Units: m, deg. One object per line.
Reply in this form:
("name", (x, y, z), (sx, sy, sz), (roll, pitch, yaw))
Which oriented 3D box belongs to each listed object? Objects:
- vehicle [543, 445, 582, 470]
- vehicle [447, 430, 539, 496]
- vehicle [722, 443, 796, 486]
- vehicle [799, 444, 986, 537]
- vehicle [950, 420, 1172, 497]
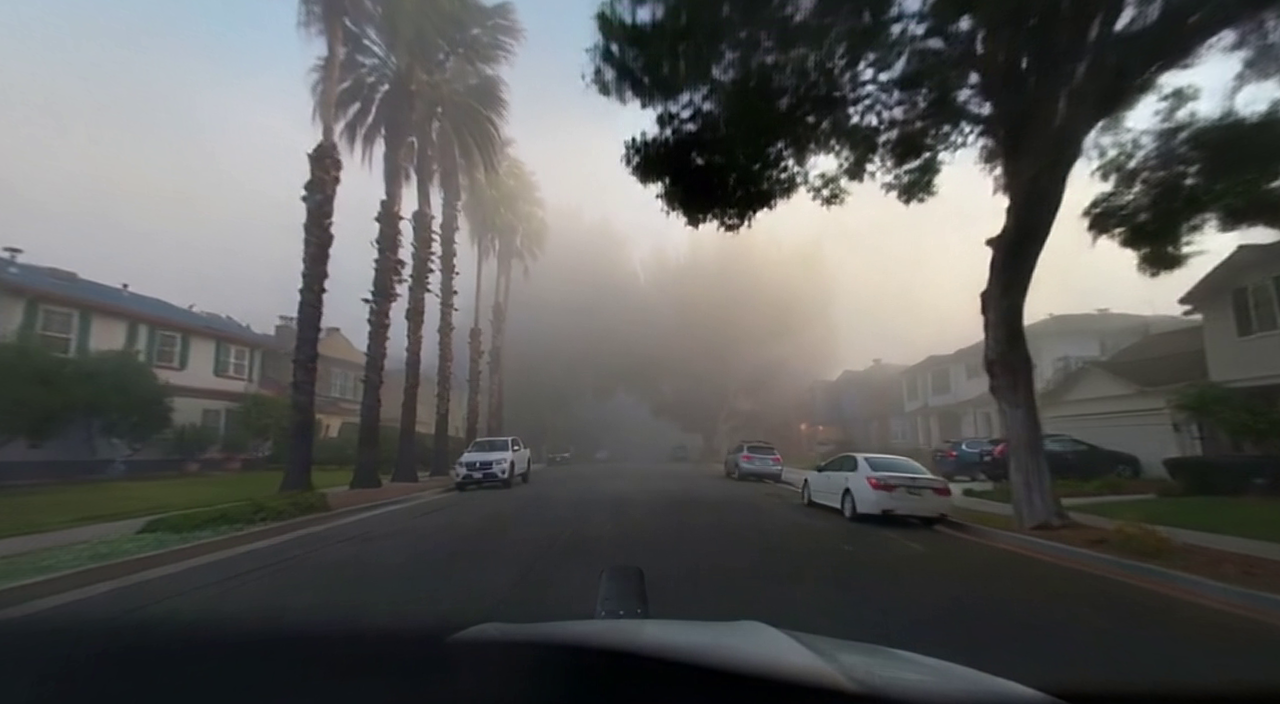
("vehicle", (-5.273, 7.197, 43.446), (2.079, 1.486, 4.877), (-2, -8, -1))
("vehicle", (-4.783, 3.685, 21.358), (2.149, 1.877, 5.082), (-1, -8, -3))
("vehicle", (4.620, 4.423, 25.254), (1.991, 1.554, 4.501), (0, -9, -1))
("vehicle", (4.824, 2.671, 12.930), (2.056, 1.464, 4.493), (2, -9, 1))
("vehicle", (11.630, 2.968, 17.744), (4.621, 1.591, 2.090), (-5, -8, -1))
